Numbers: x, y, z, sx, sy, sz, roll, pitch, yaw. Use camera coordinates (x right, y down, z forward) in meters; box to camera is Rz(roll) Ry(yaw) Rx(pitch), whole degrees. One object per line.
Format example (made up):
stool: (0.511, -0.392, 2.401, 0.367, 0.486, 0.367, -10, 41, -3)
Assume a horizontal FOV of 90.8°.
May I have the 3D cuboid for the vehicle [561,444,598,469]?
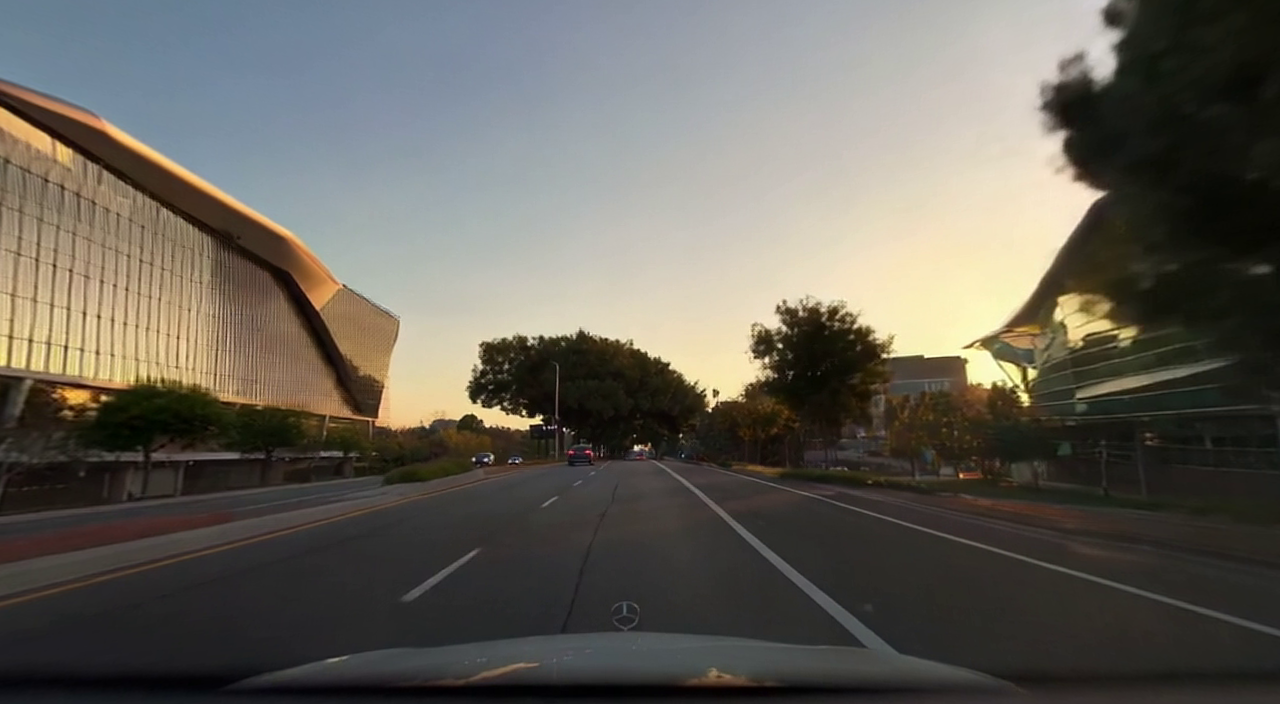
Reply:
vehicle: (-3.874, 6.777, 41.147, 1.984, 1.521, 4.682, 0, -8, 0)
